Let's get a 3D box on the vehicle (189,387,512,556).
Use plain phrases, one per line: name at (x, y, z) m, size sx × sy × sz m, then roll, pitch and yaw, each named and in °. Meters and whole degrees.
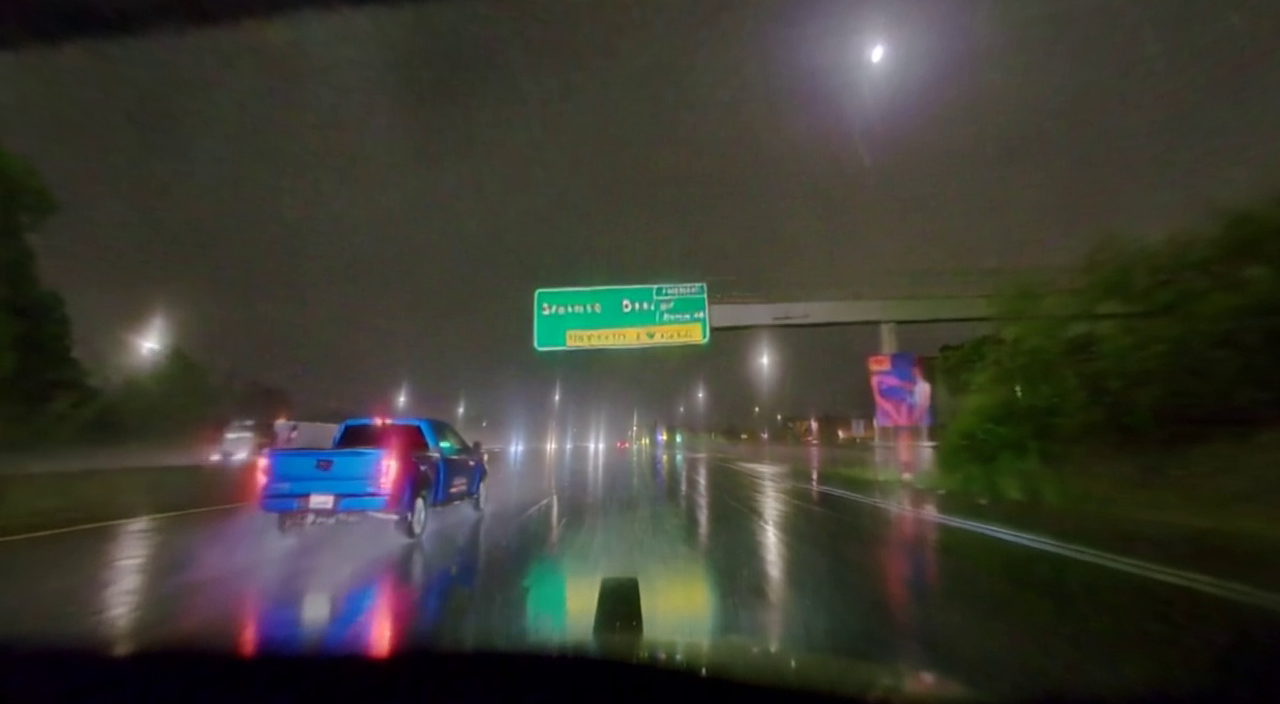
vehicle at (-4.067, 1.845, 10.569) m, size 2.529 × 2.003 × 5.904 m, roll 0°, pitch -8°, yaw 1°
